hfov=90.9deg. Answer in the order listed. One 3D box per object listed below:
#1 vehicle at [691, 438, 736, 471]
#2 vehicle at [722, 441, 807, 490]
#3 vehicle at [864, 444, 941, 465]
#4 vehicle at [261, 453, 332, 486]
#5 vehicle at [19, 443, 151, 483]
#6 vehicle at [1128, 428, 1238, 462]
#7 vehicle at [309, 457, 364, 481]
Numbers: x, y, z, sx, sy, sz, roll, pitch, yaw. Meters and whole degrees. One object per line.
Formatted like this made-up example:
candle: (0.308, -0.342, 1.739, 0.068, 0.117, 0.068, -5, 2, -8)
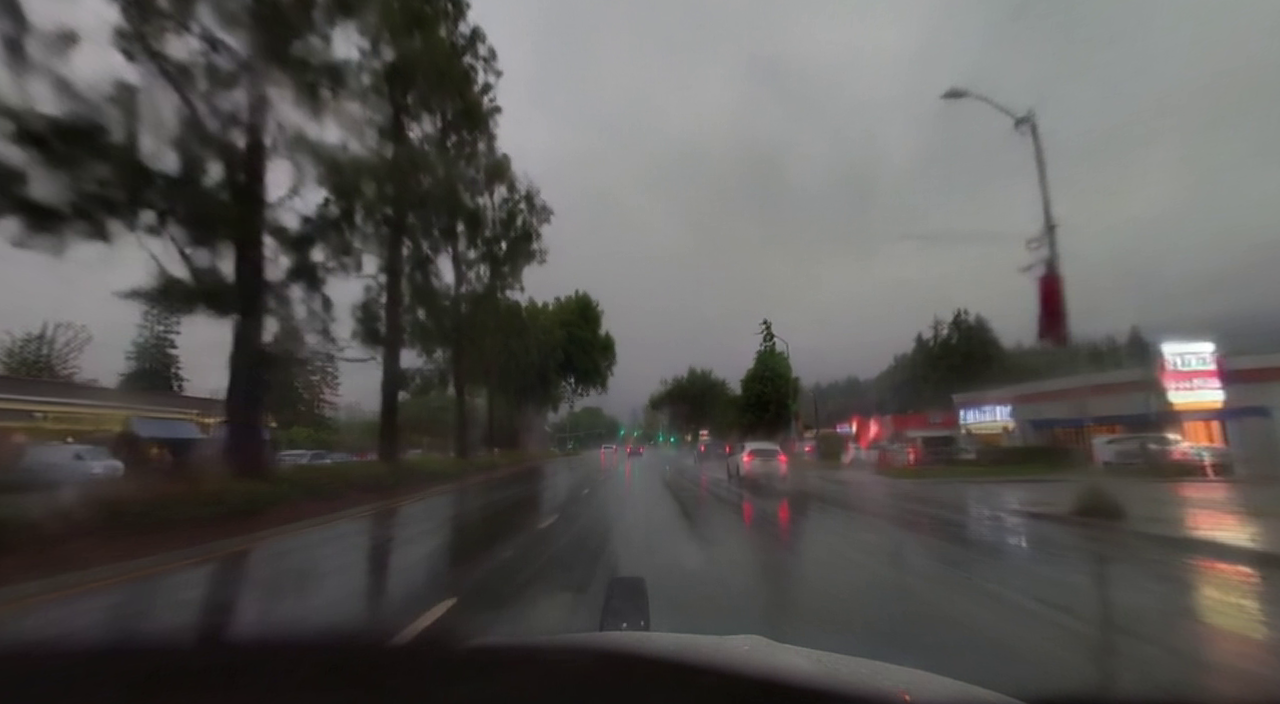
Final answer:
vehicle: (4.537, 6.367, 39.451, 2.140, 1.921, 4.431, 0, -9, -2)
vehicle: (4.085, 3.798, 21.456, 1.916, 1.459, 4.335, 0, -9, -2)
vehicle: (18.458, 7.210, 44.446, 4.502, 1.459, 2.082, 0, -9, -2)
vehicle: (-22.369, 7.607, 41.304, 2.058, 1.837, 4.990, -3, -8, -2)
vehicle: (-31.328, 6.245, 35.949, 2.217, 1.969, 5.932, -1, -8, -1)
vehicle: (32.175, 5.494, 37.437, 4.463, 1.856, 2.209, -1, -8, -1)
vehicle: (-22.688, 8.731, 47.371, 1.833, 1.534, 4.821, -1, -8, -1)
